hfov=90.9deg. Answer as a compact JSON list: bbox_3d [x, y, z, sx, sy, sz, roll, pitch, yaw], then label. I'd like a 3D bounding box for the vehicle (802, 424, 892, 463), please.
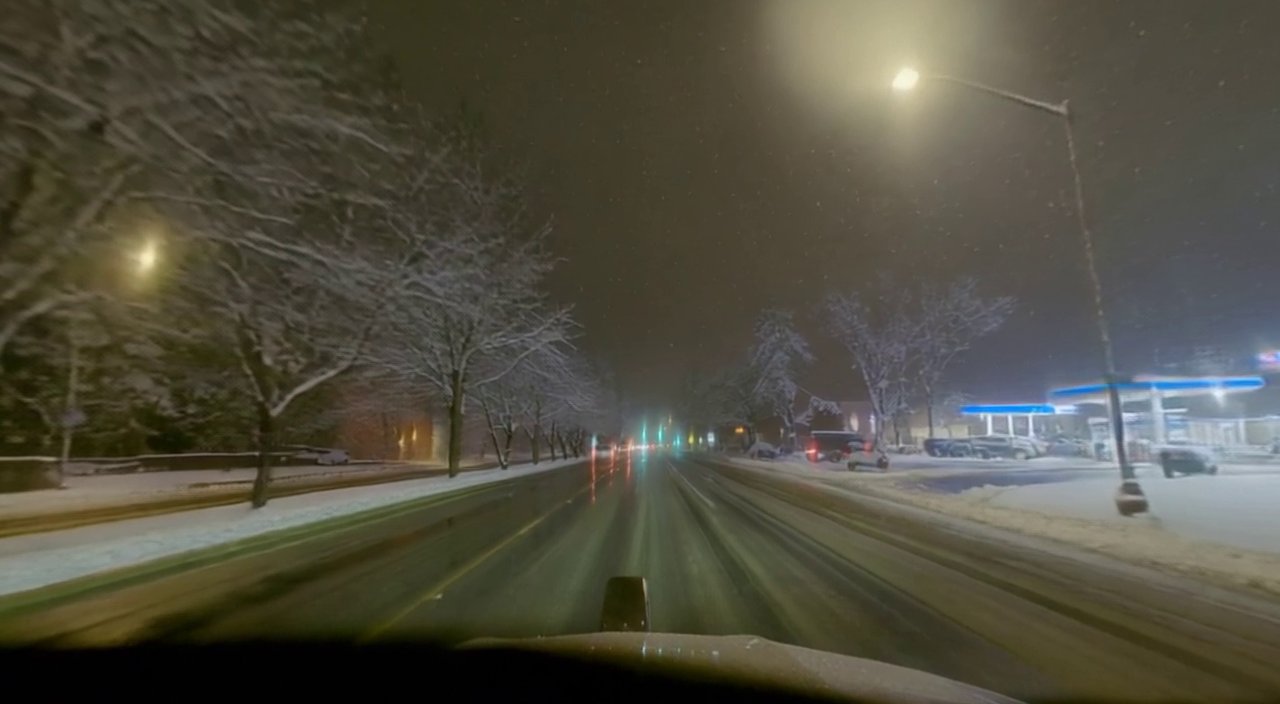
[{"bbox_3d":[15.311,6.808,46.869,5.820,2.752,2.234,0,-9,-1],"label":"vehicle"}]

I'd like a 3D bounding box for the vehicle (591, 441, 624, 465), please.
[{"bbox_3d":[-2.475,7.860,49.168,2.196,1.801,4.542,0,-9,1],"label":"vehicle"}]

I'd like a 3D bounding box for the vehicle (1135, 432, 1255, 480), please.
[{"bbox_3d":[21.362,3.953,24.230,4.484,1.697,1.959,5,-10,-30],"label":"vehicle"}]

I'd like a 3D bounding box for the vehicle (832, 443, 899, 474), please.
[{"bbox_3d":[11.804,5.572,33.312,1.967,1.500,4.353,-1,-9,1],"label":"vehicle"}]

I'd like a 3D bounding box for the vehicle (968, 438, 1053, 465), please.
[{"bbox_3d":[21.465,5.751,36.445,4.674,1.471,1.954,4,-10,-28],"label":"vehicle"}]
